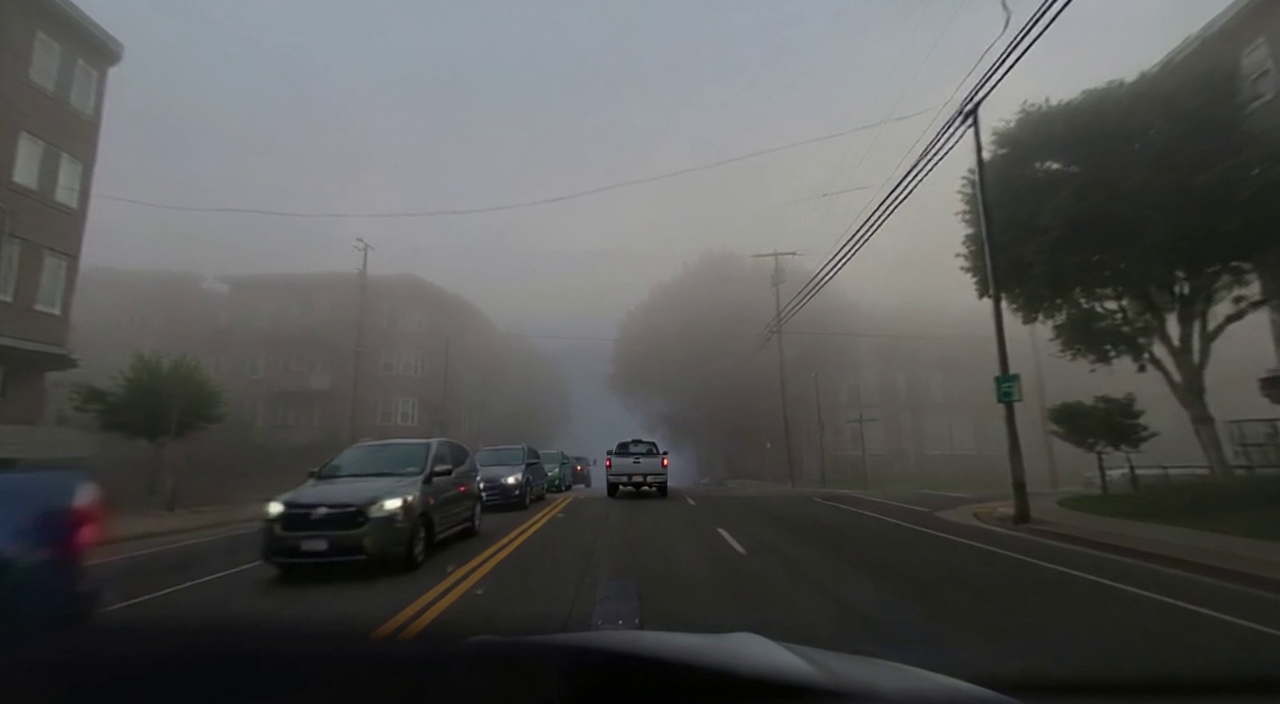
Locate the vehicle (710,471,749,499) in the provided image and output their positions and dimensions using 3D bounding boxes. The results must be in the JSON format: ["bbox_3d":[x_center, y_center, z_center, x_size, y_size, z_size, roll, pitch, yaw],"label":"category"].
[{"bbox_3d":[6.133,9.180,43.831,2.023,1.611,4.614,0,-9,0],"label":"vehicle"}]

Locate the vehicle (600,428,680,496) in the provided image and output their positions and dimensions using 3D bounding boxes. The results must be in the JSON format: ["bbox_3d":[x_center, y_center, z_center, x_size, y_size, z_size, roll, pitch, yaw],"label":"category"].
[{"bbox_3d":[0.037,3.590,20.734,2.308,1.940,4.125,-1,-10,1],"label":"vehicle"}]

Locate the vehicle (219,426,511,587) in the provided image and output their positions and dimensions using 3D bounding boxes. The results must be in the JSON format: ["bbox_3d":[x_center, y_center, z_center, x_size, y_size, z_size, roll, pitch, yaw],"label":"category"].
[{"bbox_3d":[-3.033,1.773,8.076,1.893,1.518,4.024,0,-9,0],"label":"vehicle"}]

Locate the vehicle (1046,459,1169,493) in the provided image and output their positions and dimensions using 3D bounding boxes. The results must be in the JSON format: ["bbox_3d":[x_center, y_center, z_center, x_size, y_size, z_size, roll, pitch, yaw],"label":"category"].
[{"bbox_3d":[21.918,5.791,29.721,4.262,1.474,1.929,0,-9,-2],"label":"vehicle"}]

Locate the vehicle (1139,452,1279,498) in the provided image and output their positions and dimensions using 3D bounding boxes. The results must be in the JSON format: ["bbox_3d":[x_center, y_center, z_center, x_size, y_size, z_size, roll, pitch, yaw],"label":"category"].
[{"bbox_3d":[19.658,4.106,21.156,4.205,1.381,1.872,-1,-11,0],"label":"vehicle"}]

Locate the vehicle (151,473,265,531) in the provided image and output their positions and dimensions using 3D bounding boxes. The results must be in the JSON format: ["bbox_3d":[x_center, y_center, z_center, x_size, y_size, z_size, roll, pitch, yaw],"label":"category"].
[{"bbox_3d":[-20.962,7.233,30.748,3.957,1.902,2.121,-10,-7,0],"label":"vehicle"}]
